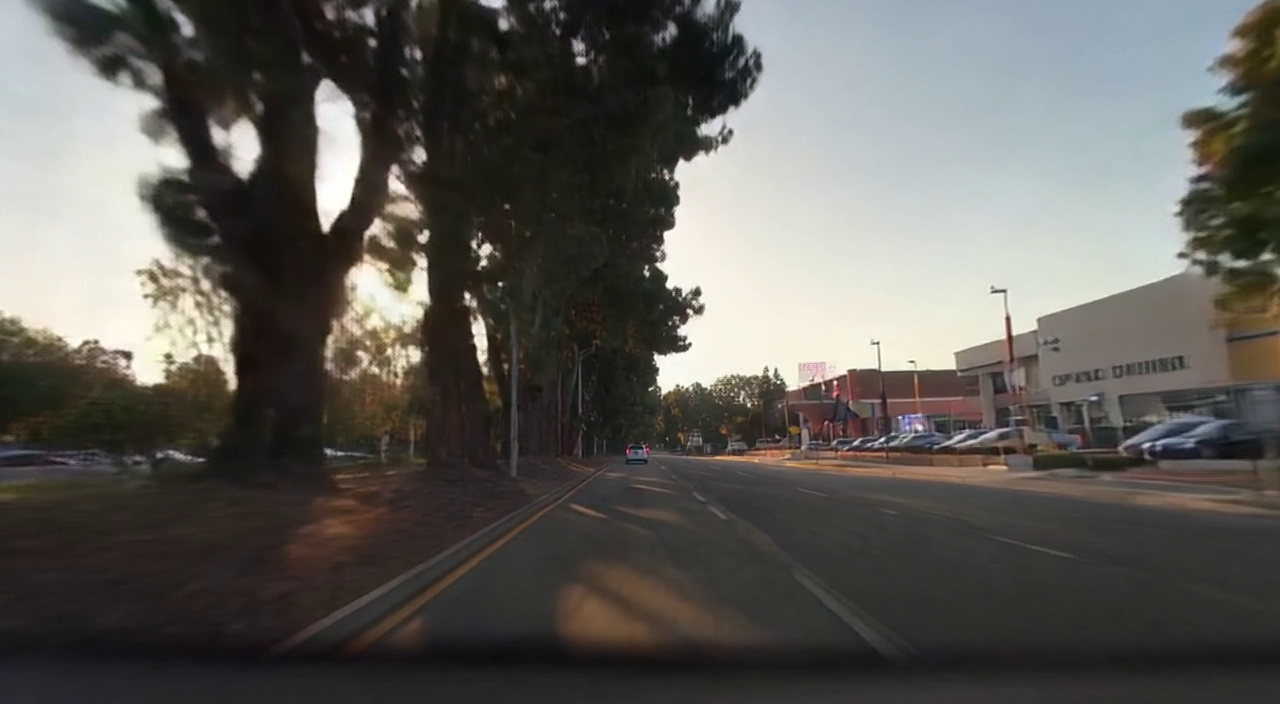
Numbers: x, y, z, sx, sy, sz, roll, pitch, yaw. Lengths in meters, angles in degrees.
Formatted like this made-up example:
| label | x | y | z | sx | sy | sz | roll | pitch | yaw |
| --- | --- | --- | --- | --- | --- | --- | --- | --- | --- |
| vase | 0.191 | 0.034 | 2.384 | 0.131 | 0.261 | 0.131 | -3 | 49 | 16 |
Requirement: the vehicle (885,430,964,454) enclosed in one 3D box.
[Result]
| label | x | y | z | sx | sy | sz | roll | pitch | yaw |
| --- | --- | --- | --- | --- | --- | --- | --- | --- | --- |
| vehicle | 20.245 | 6.436 | 45.160 | 4.586 | 1.668 | 2.113 | -1 | -9 | 5 |

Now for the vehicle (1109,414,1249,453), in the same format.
| label | x | y | z | sx | sy | sz | roll | pitch | yaw |
| --- | --- | --- | --- | --- | --- | --- | --- | --- | --- |
| vehicle | 25.617 | 3.966 | 30.370 | 1.921 | 1.678 | 5.257 | 0 | -8 | -2 |

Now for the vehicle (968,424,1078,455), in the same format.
| label | x | y | z | sx | sy | sz | roll | pitch | yaw |
| --- | --- | --- | --- | --- | --- | --- | --- | --- | --- |
| vehicle | 20.940 | 4.813 | 34.677 | 4.682 | 1.630 | 1.972 | -1 | -8 | 2 |

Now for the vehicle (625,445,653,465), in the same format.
| label | x | y | z | sx | sy | sz | roll | pitch | yaw |
| --- | --- | --- | --- | --- | --- | --- | --- | --- | --- |
| vehicle | -0.140 | 8.078 | 49.855 | 2.159 | 1.461 | 4.142 | 0 | -8 | -1 |
